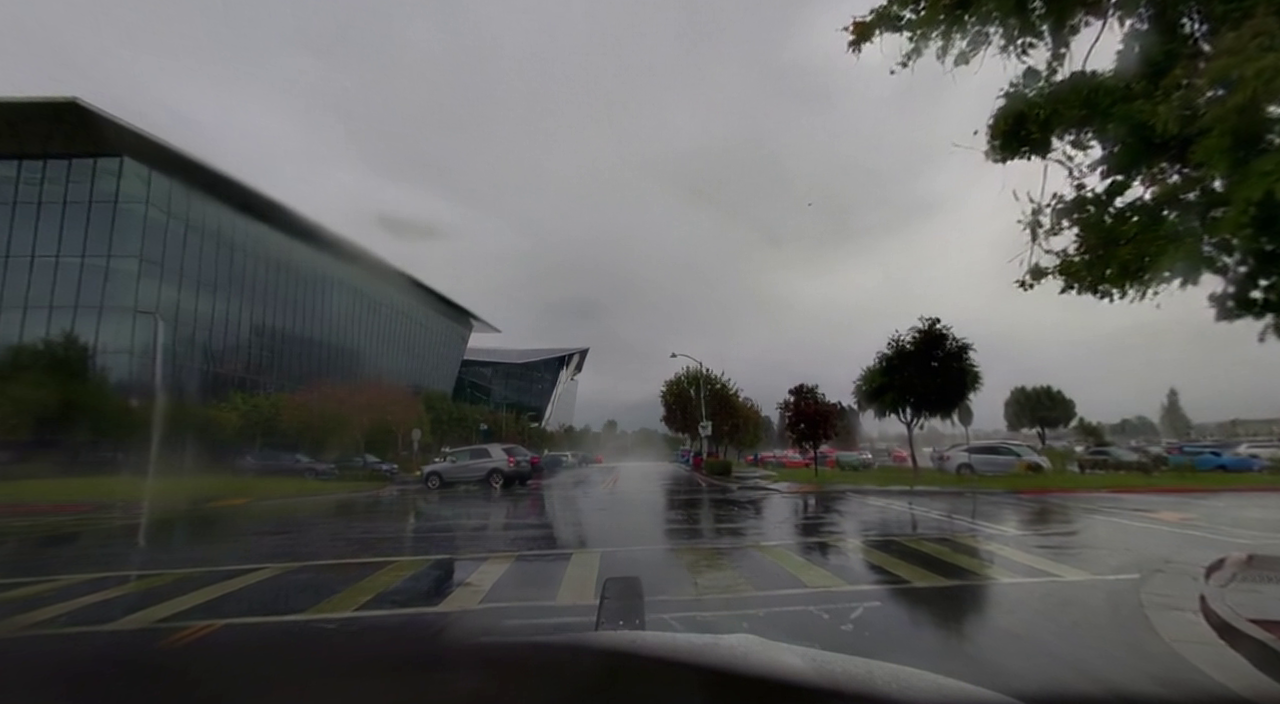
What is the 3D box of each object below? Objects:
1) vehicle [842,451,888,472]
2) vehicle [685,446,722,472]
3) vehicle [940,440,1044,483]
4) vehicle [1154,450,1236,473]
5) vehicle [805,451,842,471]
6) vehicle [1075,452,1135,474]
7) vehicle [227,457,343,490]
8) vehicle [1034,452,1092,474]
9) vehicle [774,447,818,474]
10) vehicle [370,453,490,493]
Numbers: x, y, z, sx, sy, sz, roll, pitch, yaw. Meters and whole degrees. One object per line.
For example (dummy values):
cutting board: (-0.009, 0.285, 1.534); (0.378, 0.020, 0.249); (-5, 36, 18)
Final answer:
vehicle: (17.119, 8.354, 48.311); (1.971, 1.478, 4.477); (0, -8, 1)
vehicle: (4.591, 7.856, 46.604); (2.262, 1.794, 5.331); (0, -8, 1)
vehicle: (16.480, 5.128, 29.932); (2.048, 1.852, 4.998); (0, -8, 0)
vehicle: (36.993, 7.307, 42.228); (1.678, 1.423, 4.191); (-1, -9, 1)
vehicle: (14.161, 8.427, 48.987); (1.935, 1.477, 3.719); (0, -8, 3)
vehicle: (31.294, 7.477, 42.624); (1.519, 1.371, 3.278); (0, -8, 0)
vehicle: (-16.609, 5.697, 29.722); (4.331, 1.437, 1.876); (0, -9, 3)
vehicle: (28.324, 7.423, 42.402); (1.495, 1.371, 3.336); (-1, -10, 0)
vehicle: (10.542, 7.345, 43.036); (1.936, 1.673, 4.305); (0, -8, 1)
vehicle: (-8.699, 4.964, 26.267); (4.442, 1.504, 1.809); (5, -10, -28)
